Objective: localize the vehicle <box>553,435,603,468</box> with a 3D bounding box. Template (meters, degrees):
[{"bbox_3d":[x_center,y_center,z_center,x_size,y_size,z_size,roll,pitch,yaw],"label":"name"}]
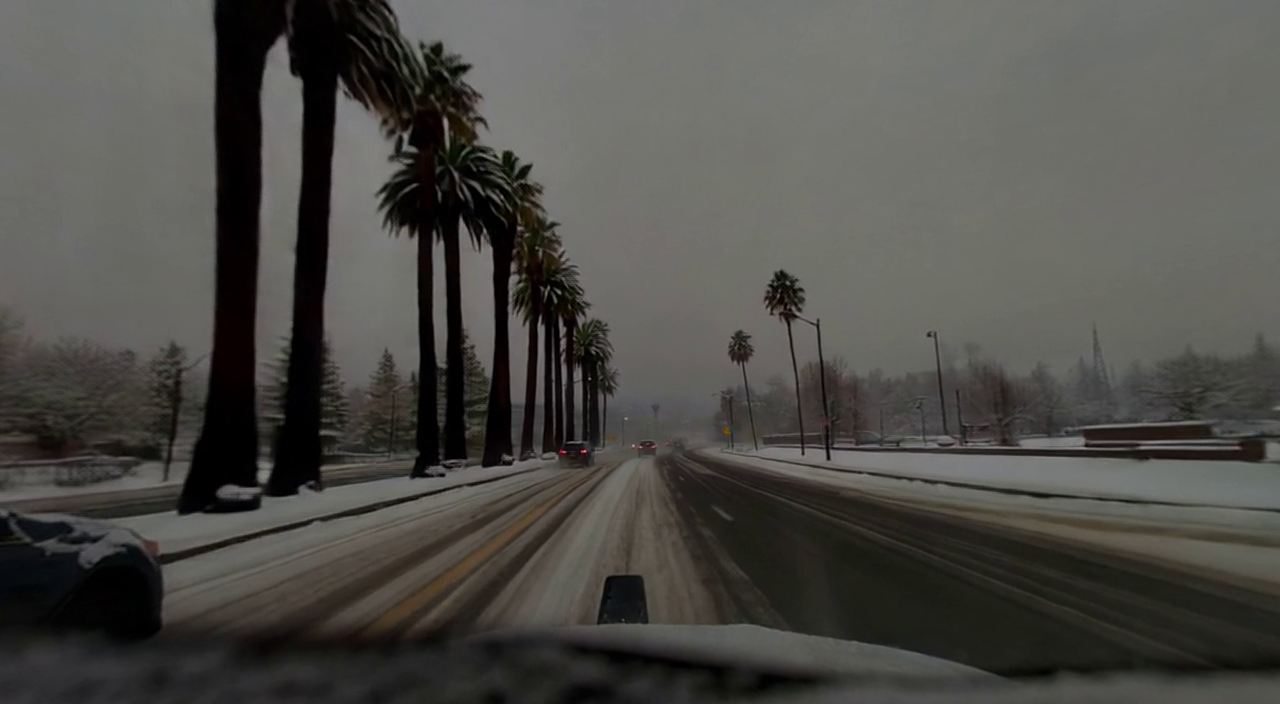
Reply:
[{"bbox_3d":[-3.535,5.782,36.737,2.188,1.819,4.667,0,-8,3],"label":"vehicle"}]

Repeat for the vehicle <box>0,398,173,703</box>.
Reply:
[{"bbox_3d":[-3.454,0.688,0.784,2.036,1.478,4.771,0,-8,0],"label":"vehicle"}]
